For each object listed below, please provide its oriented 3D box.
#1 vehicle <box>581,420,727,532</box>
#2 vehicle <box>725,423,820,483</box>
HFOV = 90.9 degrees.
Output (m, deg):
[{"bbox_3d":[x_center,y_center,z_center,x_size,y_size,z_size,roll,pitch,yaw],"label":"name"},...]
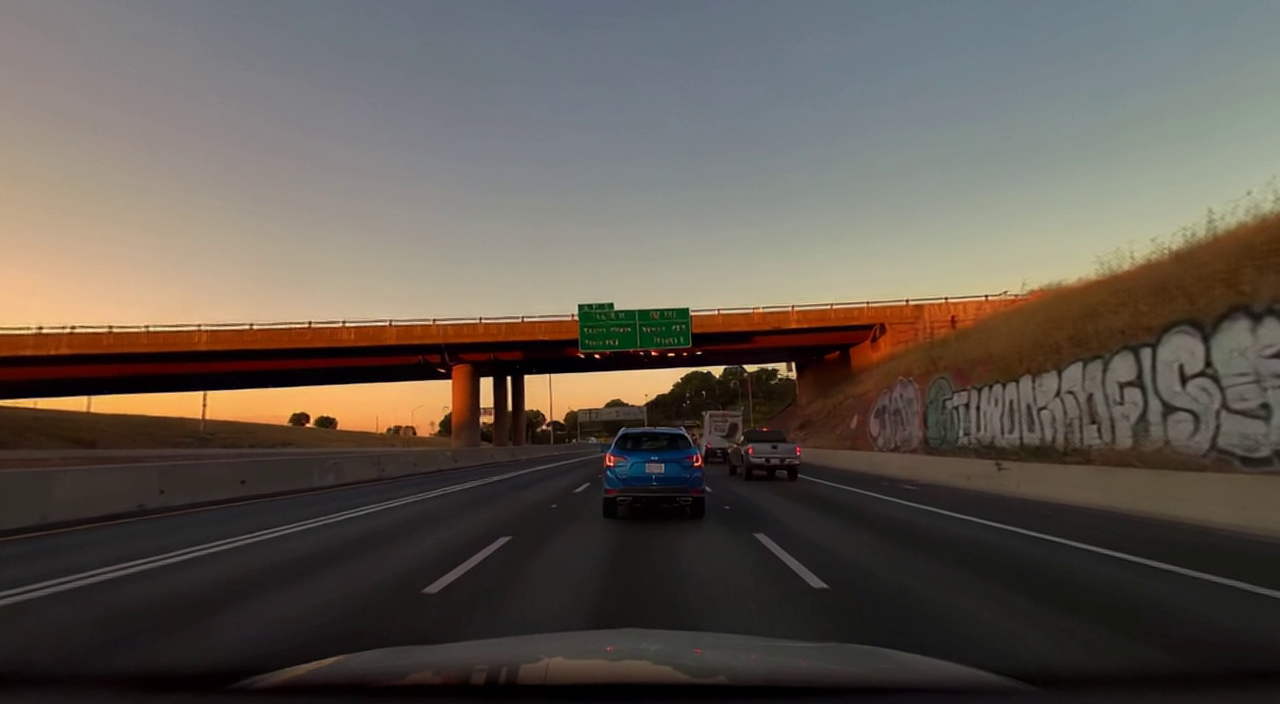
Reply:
[{"bbox_3d":[0.233,2.164,11.549,2.193,1.651,3.946,-1,-8,1],"label":"vehicle"},{"bbox_3d":[4.694,3.716,23.470,2.311,1.922,5.977,0,-8,1],"label":"vehicle"}]
